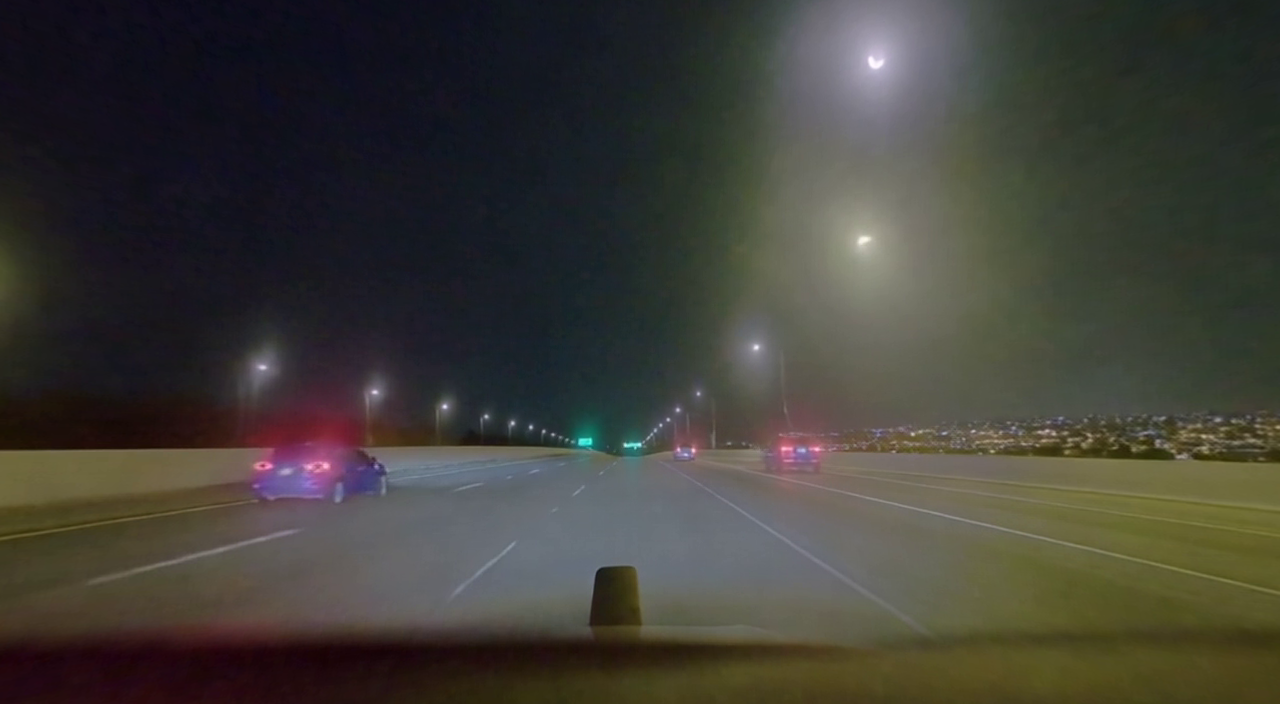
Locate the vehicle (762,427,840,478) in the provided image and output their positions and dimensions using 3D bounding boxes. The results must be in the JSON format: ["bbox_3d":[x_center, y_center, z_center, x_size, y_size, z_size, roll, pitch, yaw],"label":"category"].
[{"bbox_3d":[6.779,4.288,27.172,2.065,1.953,4.605,0,-8,-1],"label":"vehicle"}]

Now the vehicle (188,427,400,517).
[{"bbox_3d":[-7.708,2.690,14.948,2.083,1.696,5.464,1,-8,-2],"label":"vehicle"}]

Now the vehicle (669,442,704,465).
[{"bbox_3d":[3.193,7.038,44.027,2.000,1.533,3.770,0,-8,-2],"label":"vehicle"}]

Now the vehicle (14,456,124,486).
[{"bbox_3d":[-32.317,6.723,35.959,1.839,1.466,4.787,0,-8,-1],"label":"vehicle"}]
